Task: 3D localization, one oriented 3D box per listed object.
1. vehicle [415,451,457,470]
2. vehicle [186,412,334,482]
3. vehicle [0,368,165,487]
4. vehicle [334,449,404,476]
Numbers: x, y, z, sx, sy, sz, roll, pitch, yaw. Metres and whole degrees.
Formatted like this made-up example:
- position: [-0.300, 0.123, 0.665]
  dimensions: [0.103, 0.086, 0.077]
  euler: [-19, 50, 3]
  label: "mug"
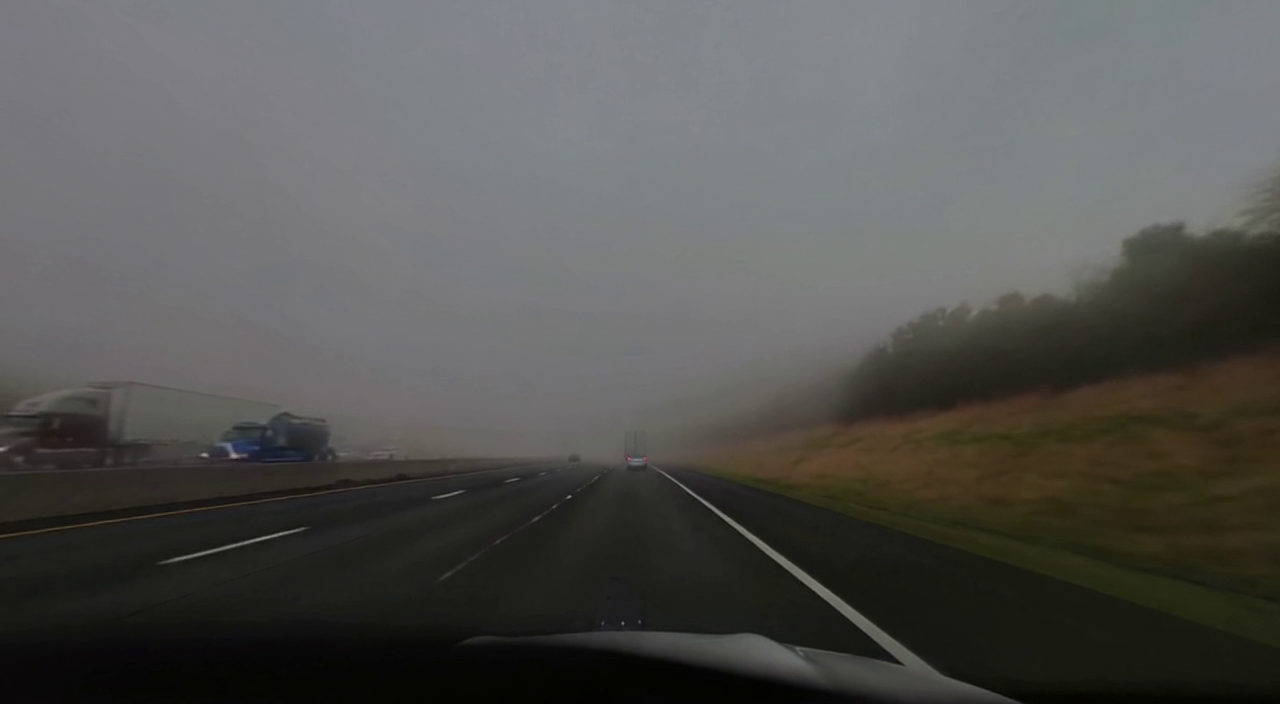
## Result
- position: [-16.016, 8.506, 49.612]
  dimensions: [1.884, 1.436, 4.220]
  euler: [0, -9, 0]
  label: "vehicle"
- position: [-14.900, 3.822, 25.281]
  dimensions: [2.382, 2.437, 5.706]
  euler: [0, -9, -1]
  label: "vehicle"
- position: [-23.190, 3.109, 24.870]
  dimensions: [2.949, 3.989, 7.478]
  euler: [0, -9, -1]
  label: "vehicle"
- position: [-15.257, 6.245, 35.785]
  dimensions: [1.863, 1.438, 4.669]
  euler: [0, -9, 0]
  label: "vehicle"
